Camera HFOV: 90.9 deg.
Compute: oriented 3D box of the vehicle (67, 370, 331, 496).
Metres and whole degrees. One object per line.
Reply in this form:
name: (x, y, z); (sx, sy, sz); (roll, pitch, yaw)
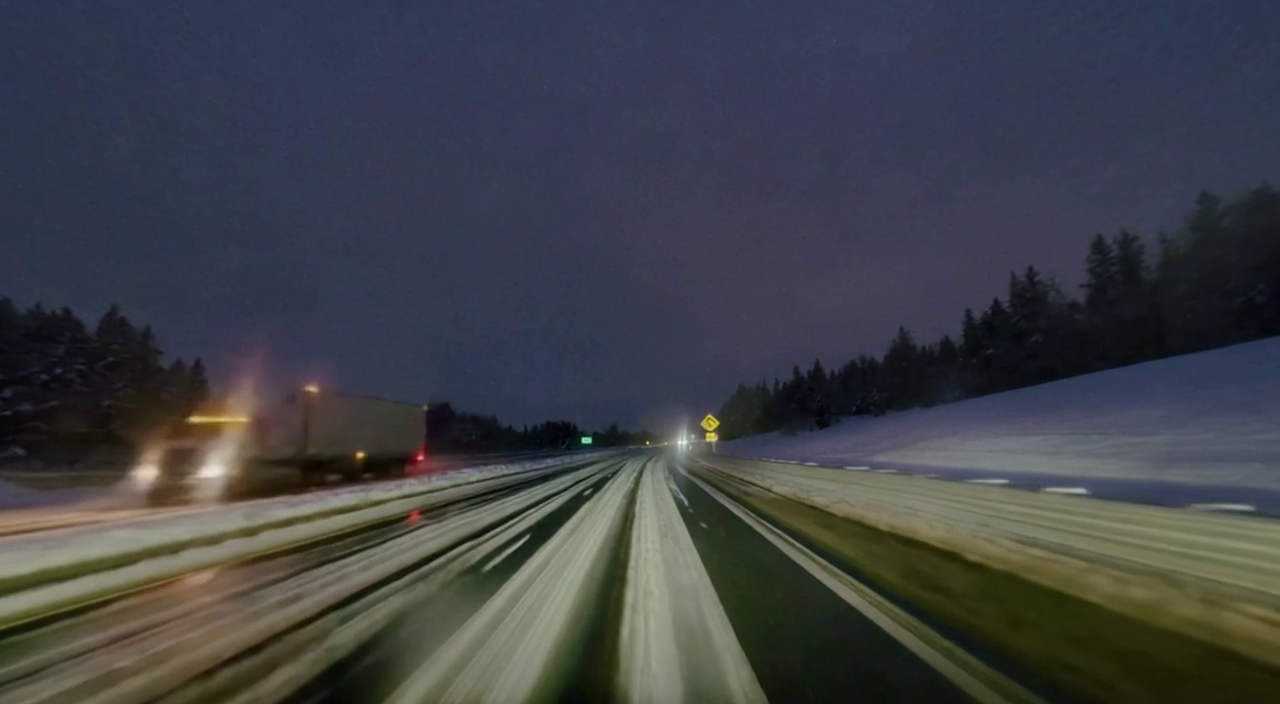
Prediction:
vehicle: (-16.285, 3.245, 24.771); (3.036, 3.971, 9.692); (0, -8, 2)
